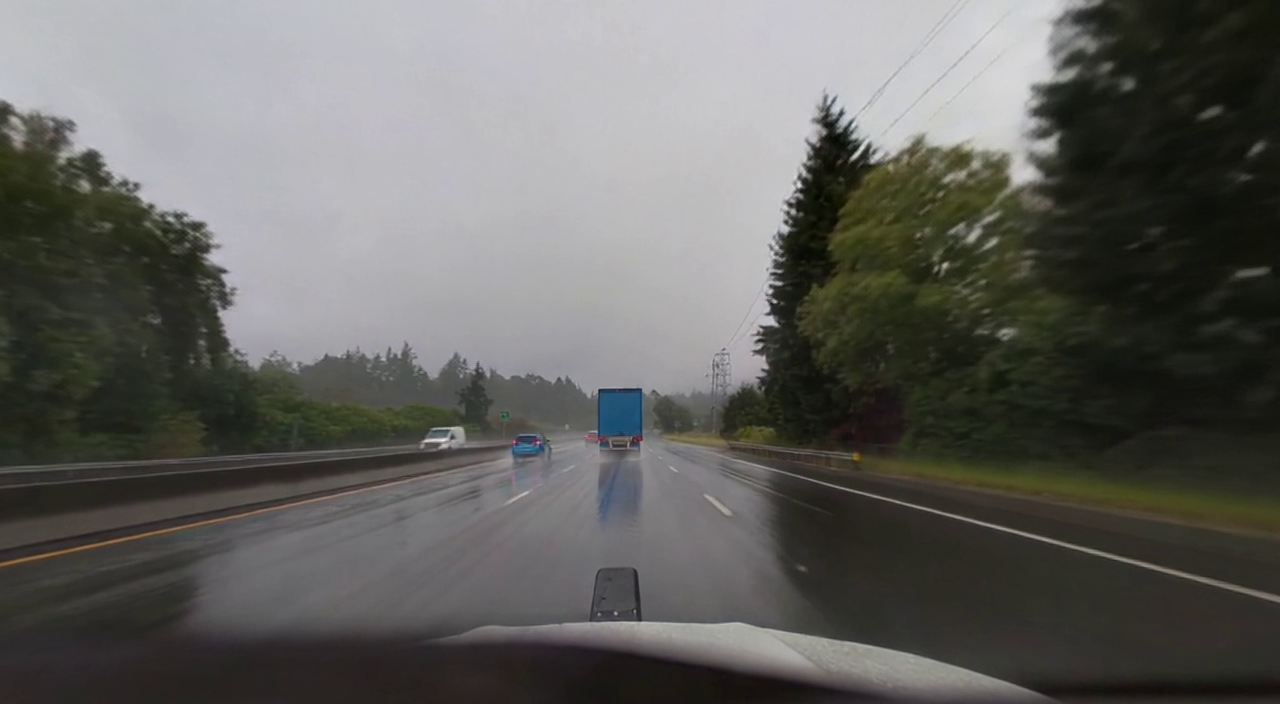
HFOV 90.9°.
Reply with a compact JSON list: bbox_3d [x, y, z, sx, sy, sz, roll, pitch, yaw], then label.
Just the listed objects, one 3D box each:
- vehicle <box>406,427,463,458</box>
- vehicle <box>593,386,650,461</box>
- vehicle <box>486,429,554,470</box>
[{"bbox_3d":[-13.073,5.805,40.481,2.155,1.864,4.737,0,-8,-1],"label":"vehicle"},{"bbox_3d":[-1.100,4.357,37.633,2.955,3.851,9.915,0,-8,-2],"label":"vehicle"},{"bbox_3d":[-5.128,4.200,27.567,2.117,1.618,4.480,0,-8,0],"label":"vehicle"}]
